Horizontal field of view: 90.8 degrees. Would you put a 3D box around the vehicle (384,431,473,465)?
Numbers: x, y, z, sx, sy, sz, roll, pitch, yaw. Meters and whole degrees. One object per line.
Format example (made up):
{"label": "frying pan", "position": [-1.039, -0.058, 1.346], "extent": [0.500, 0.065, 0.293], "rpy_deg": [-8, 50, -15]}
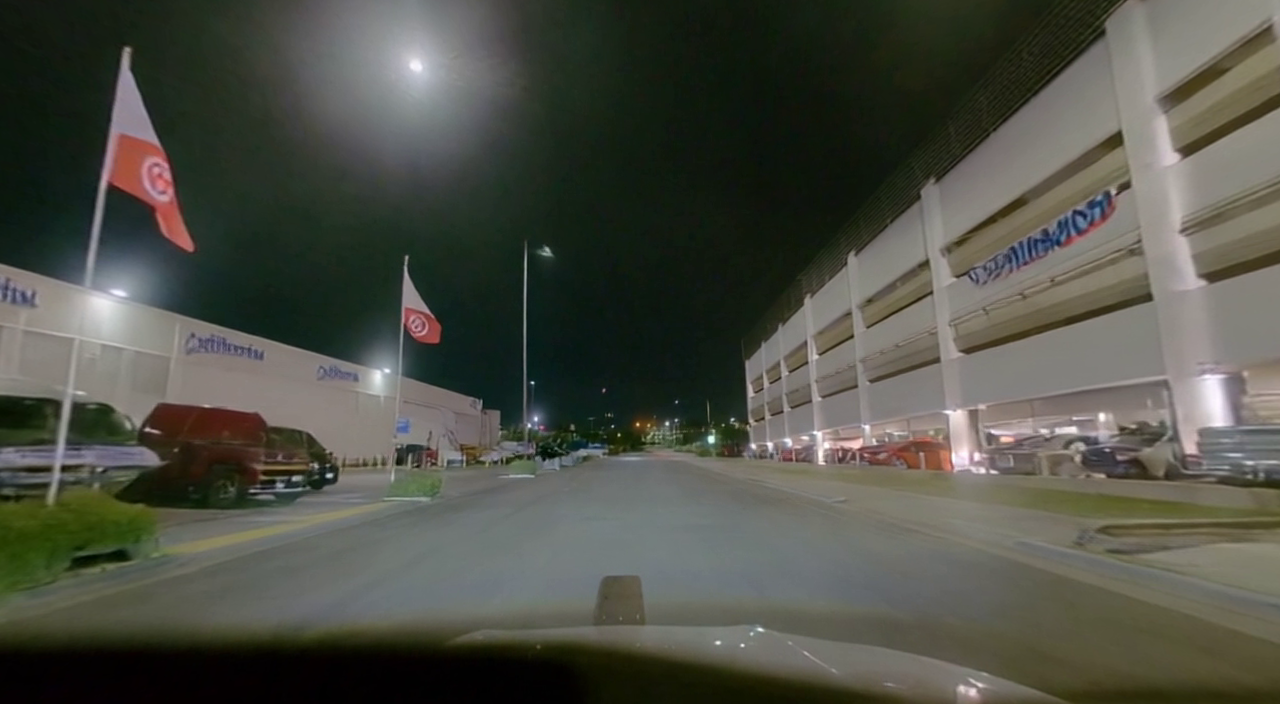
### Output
{"label": "vehicle", "position": [-13.197, 5.951, 39.320], "extent": [5.672, 1.963, 2.189], "rpy_deg": [-6, -10, 34]}

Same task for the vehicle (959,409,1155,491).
{"label": "vehicle", "position": [10.836, 2.662, 16.353], "extent": [5.138, 1.778, 2.034], "rpy_deg": [8, -15, -31]}

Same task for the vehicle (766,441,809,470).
{"label": "vehicle", "position": [9.562, 6.636, 40.697], "extent": [2.021, 1.753, 4.342], "rpy_deg": [-3, -9, 21]}

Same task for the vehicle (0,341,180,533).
{"label": "vehicle", "position": [-11.153, 1.397, 10.437], "extent": [5.254, 2.811, 2.188], "rpy_deg": [0, -8, 1]}

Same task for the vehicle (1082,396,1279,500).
{"label": "vehicle", "position": [11.906, 2.017, 12.932], "extent": [5.194, 1.769, 2.262], "rpy_deg": [5, -11, -25]}

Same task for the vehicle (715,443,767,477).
{"label": "vehicle", "position": [5.241, 5.647, 33.308], "extent": [2.026, 1.659, 4.314], "rpy_deg": [0, -8, 1]}
